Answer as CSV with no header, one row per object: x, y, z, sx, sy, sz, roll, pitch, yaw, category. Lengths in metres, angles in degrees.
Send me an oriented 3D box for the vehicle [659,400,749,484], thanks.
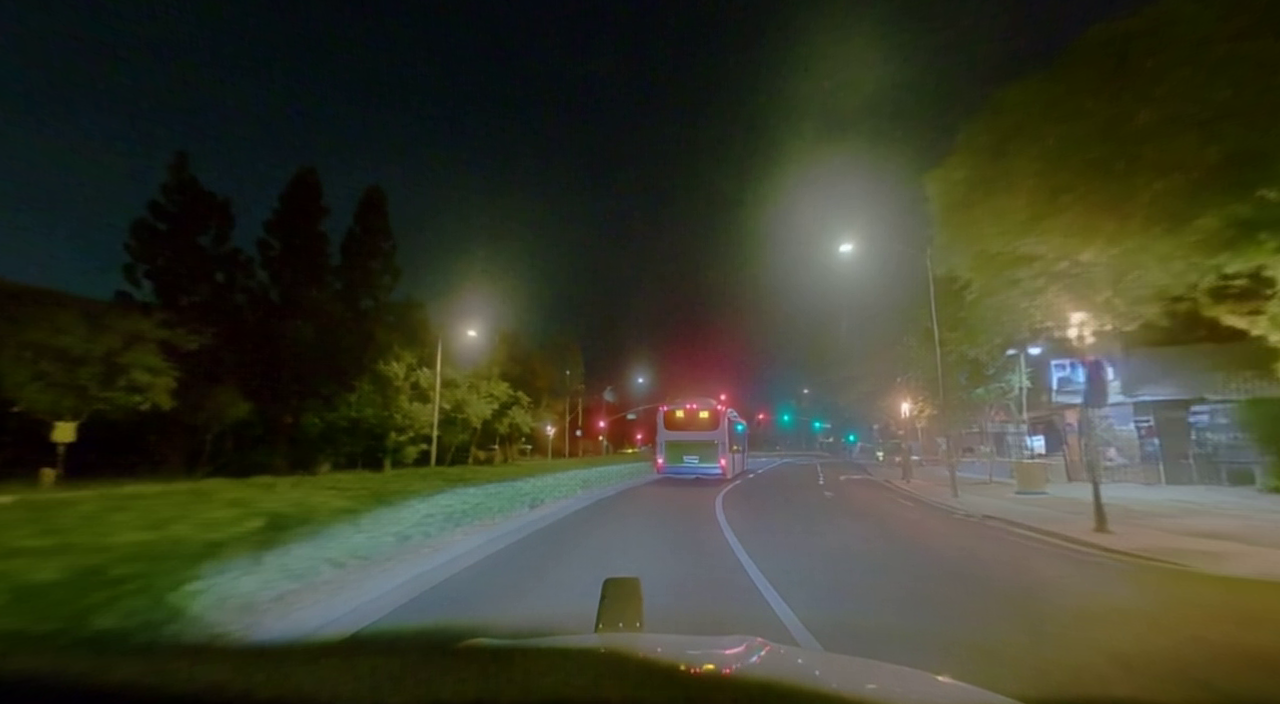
3.585,4.619,31.634,3.031,3.429,11.005,-1,-10,14,vehicle

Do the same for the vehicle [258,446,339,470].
-23.229,7.184,42.959,1.798,1.484,4.546,-5,-9,29,vehicle
